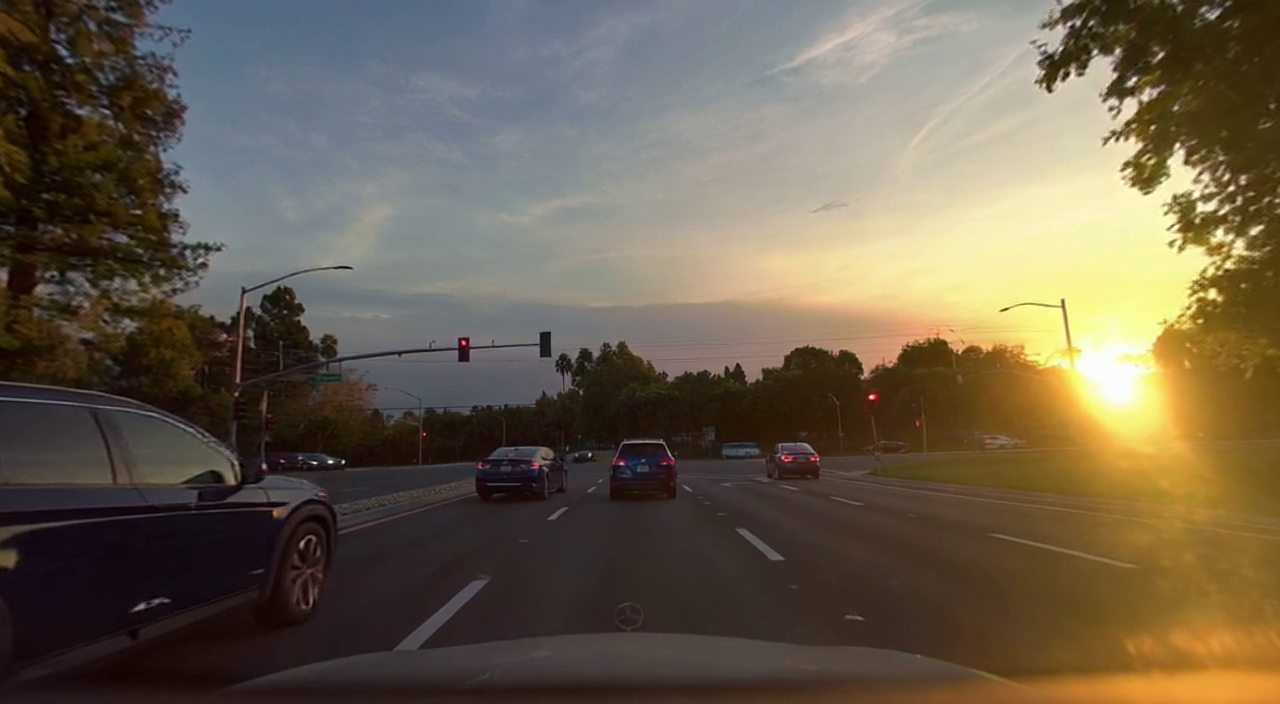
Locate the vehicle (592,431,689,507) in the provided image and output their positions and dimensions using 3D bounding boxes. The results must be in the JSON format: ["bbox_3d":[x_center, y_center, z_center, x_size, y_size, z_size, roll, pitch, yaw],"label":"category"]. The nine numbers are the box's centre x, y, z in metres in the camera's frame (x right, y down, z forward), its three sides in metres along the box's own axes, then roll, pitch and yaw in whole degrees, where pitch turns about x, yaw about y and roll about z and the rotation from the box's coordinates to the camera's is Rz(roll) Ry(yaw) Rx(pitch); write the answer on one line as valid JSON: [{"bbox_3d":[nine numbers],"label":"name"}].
[{"bbox_3d":[0.023,3.096,17.160,2.298,1.770,4.138,0,-8,0],"label":"vehicle"}]

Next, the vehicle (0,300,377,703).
[{"bbox_3d":[-3.512,0.843,2.930,2.320,1.863,5.148,0,-8,0],"label":"vehicle"}]

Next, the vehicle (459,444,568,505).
[{"bbox_3d":[-3.437,3.420,18.234,2.061,1.504,5.142,0,-8,0],"label":"vehicle"}]

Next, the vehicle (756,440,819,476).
[{"bbox_3d":[7.941,5.741,34.444,2.166,1.761,4.692,0,-8,-1],"label":"vehicle"}]
